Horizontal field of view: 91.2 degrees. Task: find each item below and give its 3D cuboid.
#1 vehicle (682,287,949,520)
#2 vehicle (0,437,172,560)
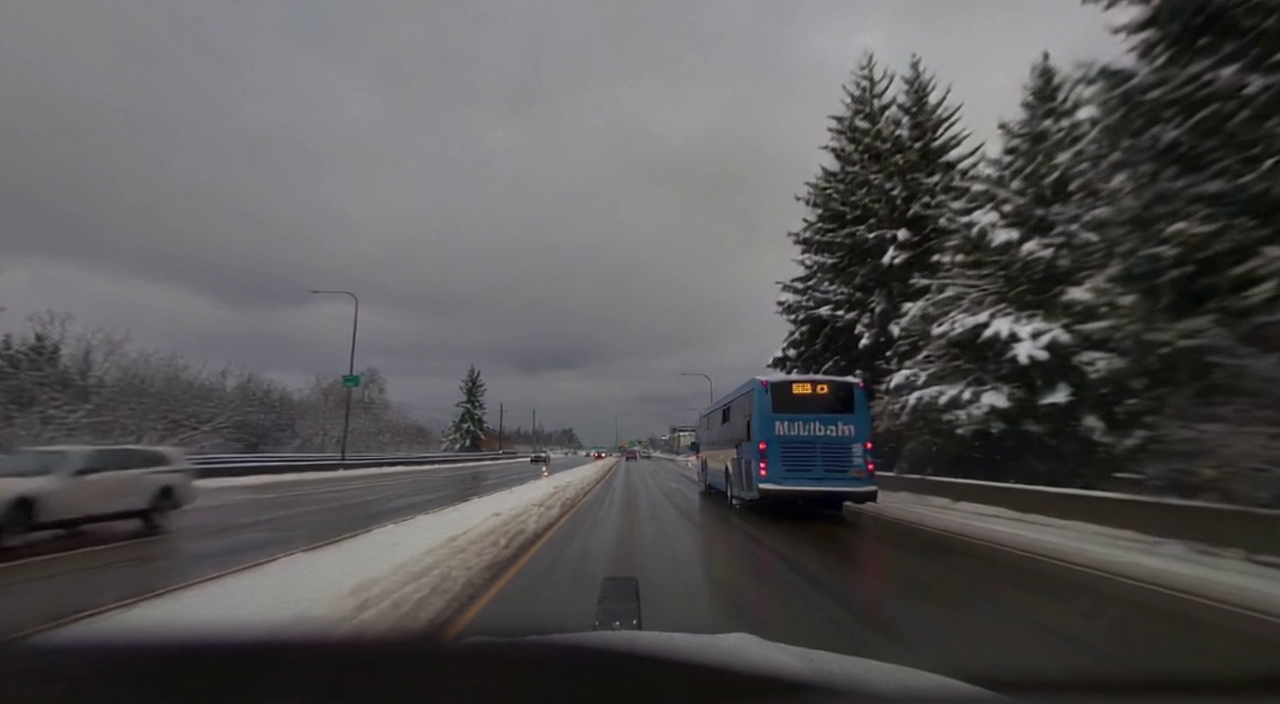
[{"bbox_3d":[3.497,1.909,18.047,3.277,4.084,14.213,0,-9,-1],"label":"vehicle"},{"bbox_3d":[-8.890,1.912,8.417,2.100,1.499,3.954,0,-9,0],"label":"vehicle"}]
